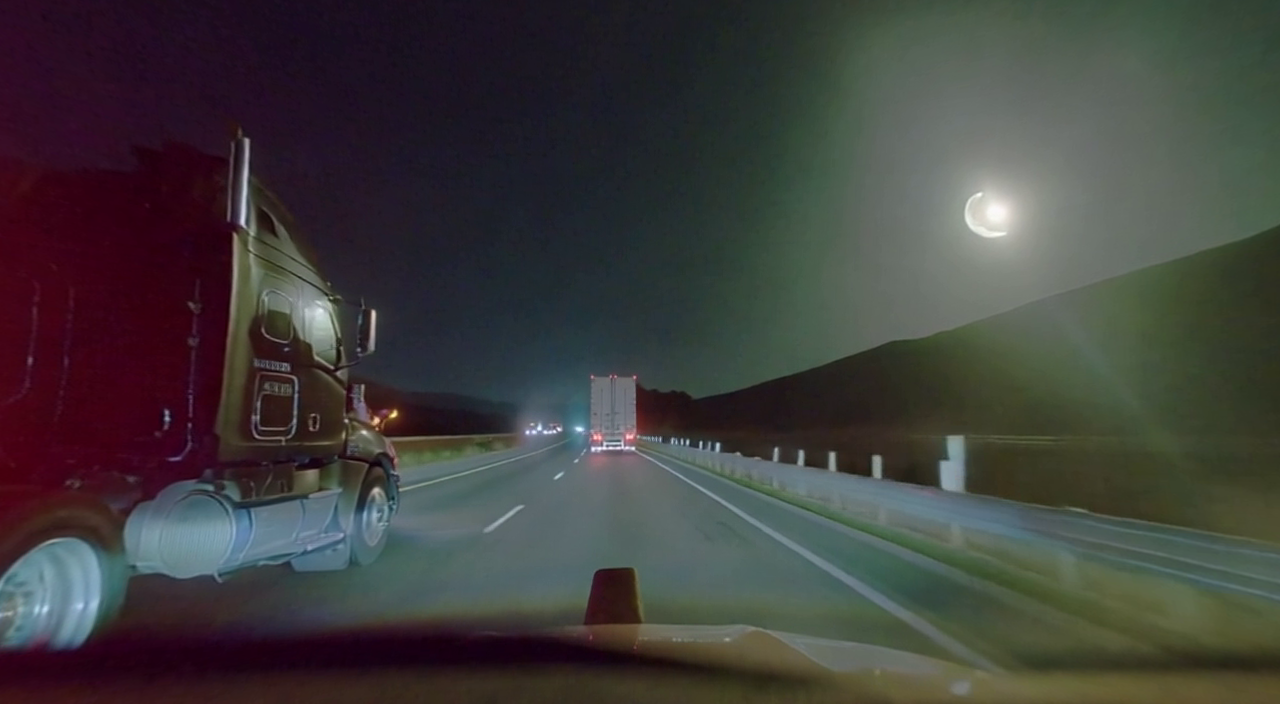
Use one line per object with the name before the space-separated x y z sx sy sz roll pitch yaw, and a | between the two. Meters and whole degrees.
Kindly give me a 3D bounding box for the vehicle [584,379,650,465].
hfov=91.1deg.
vehicle | -1.311 3.906 34.165 3.023 3.965 10.402 0 -8 -3
